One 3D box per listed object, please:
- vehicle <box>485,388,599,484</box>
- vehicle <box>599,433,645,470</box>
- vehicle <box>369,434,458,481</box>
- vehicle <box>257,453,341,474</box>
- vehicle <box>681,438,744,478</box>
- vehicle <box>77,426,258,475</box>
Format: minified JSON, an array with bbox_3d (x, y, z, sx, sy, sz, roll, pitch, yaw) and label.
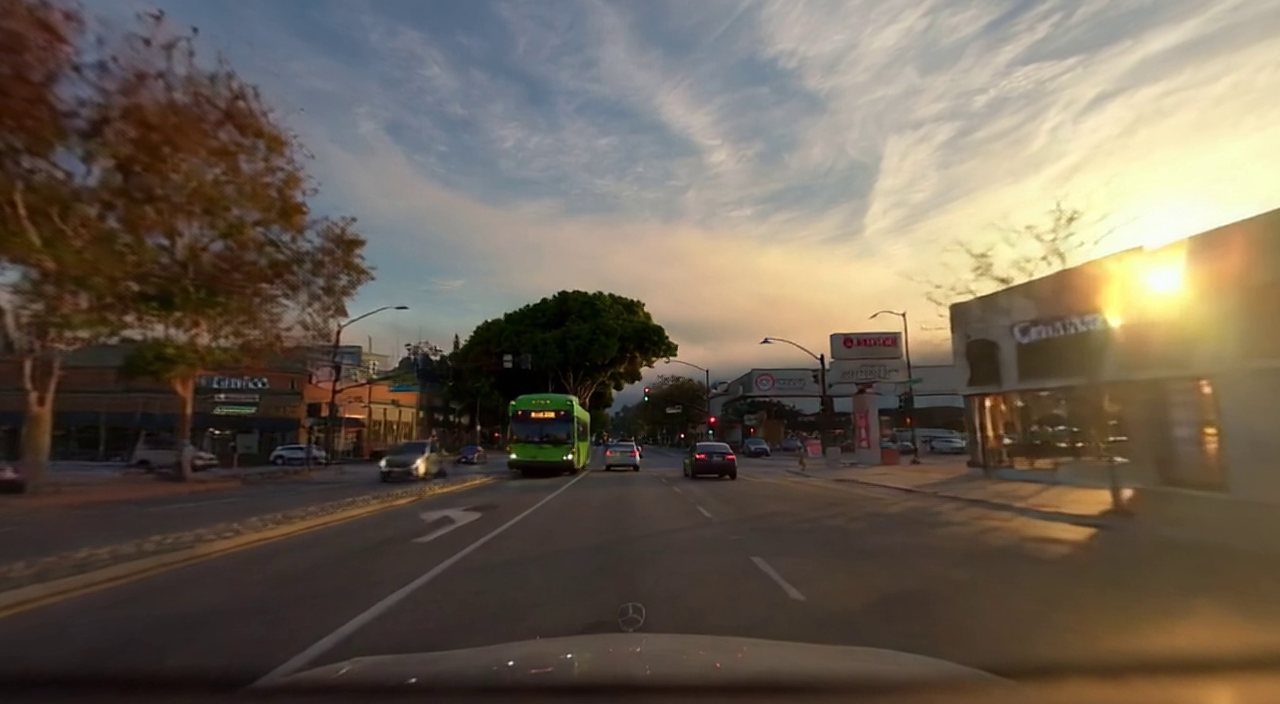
[{"bbox_3d":[-3.765,3.800,28.268,3.018,3.217,13.998,0,-8,-1],"label":"vehicle"},{"bbox_3d":[-1.014,5.374,34.284,2.301,1.837,4.411,0,-8,-3],"label":"vehicle"},{"bbox_3d":[-9.059,4.243,25.655,2.157,1.731,4.433,0,-8,-3],"label":"vehicle"},{"bbox_3d":[-24.787,8.108,45.890,4.868,1.434,2.115,0,-8,-1],"label":"vehicle"},{"bbox_3d":[3.001,4.475,26.958,2.046,1.540,3.883,0,-8,-3],"label":"vehicle"},{"bbox_3d":[-34.477,7.244,46.389,10.321,3.275,3.158,0,-10,-4],"label":"vehicle"}]
